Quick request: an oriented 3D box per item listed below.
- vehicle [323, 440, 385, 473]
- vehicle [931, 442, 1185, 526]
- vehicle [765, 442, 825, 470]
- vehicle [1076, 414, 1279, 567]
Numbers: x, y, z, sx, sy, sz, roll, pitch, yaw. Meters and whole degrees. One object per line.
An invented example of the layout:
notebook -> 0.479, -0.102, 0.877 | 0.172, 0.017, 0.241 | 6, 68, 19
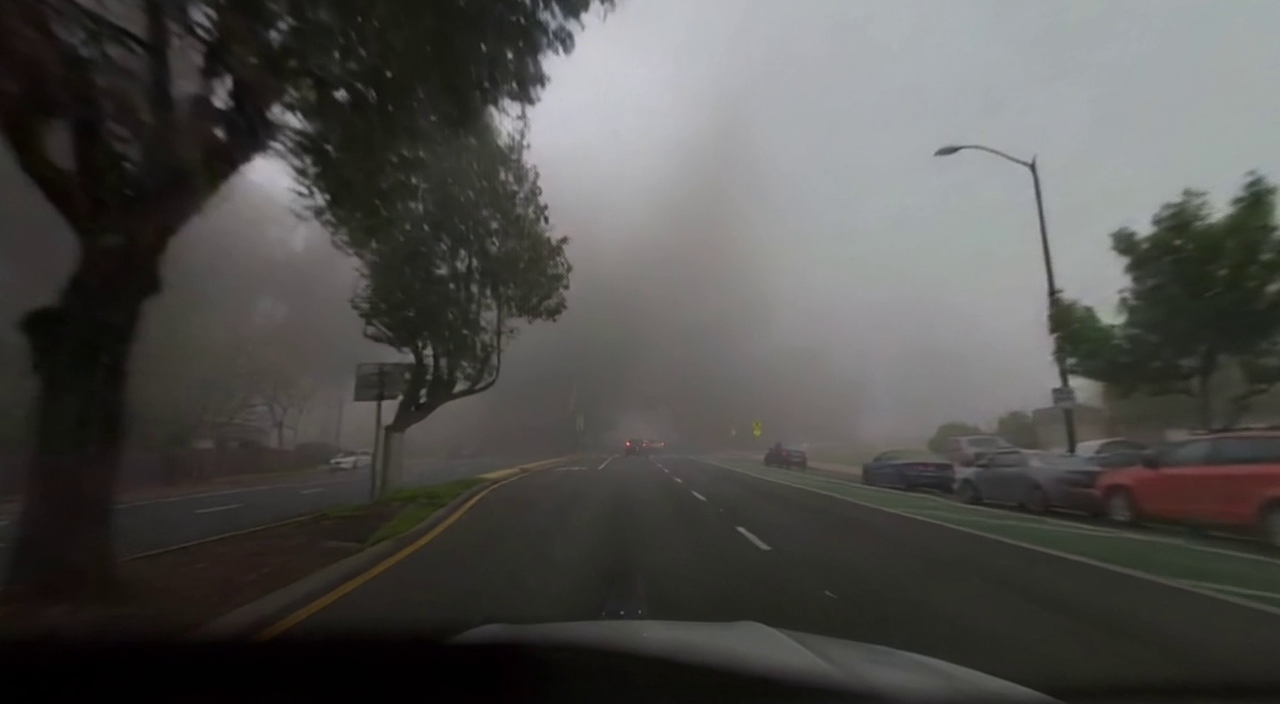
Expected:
vehicle -> -18.548, 6.747, 41.199 | 1.994, 1.874, 4.502 | -3, -8, -1
vehicle -> 8.486, 2.674, 13.570 | 1.992, 1.455, 4.829 | 1, -8, -3
vehicle -> 8.496, 5.733, 35.019 | 1.925, 1.454, 4.493 | 1, -8, -4
vehicle -> 8.747, 1.798, 8.512 | 2.100, 1.821, 4.991 | 0, -8, -1
